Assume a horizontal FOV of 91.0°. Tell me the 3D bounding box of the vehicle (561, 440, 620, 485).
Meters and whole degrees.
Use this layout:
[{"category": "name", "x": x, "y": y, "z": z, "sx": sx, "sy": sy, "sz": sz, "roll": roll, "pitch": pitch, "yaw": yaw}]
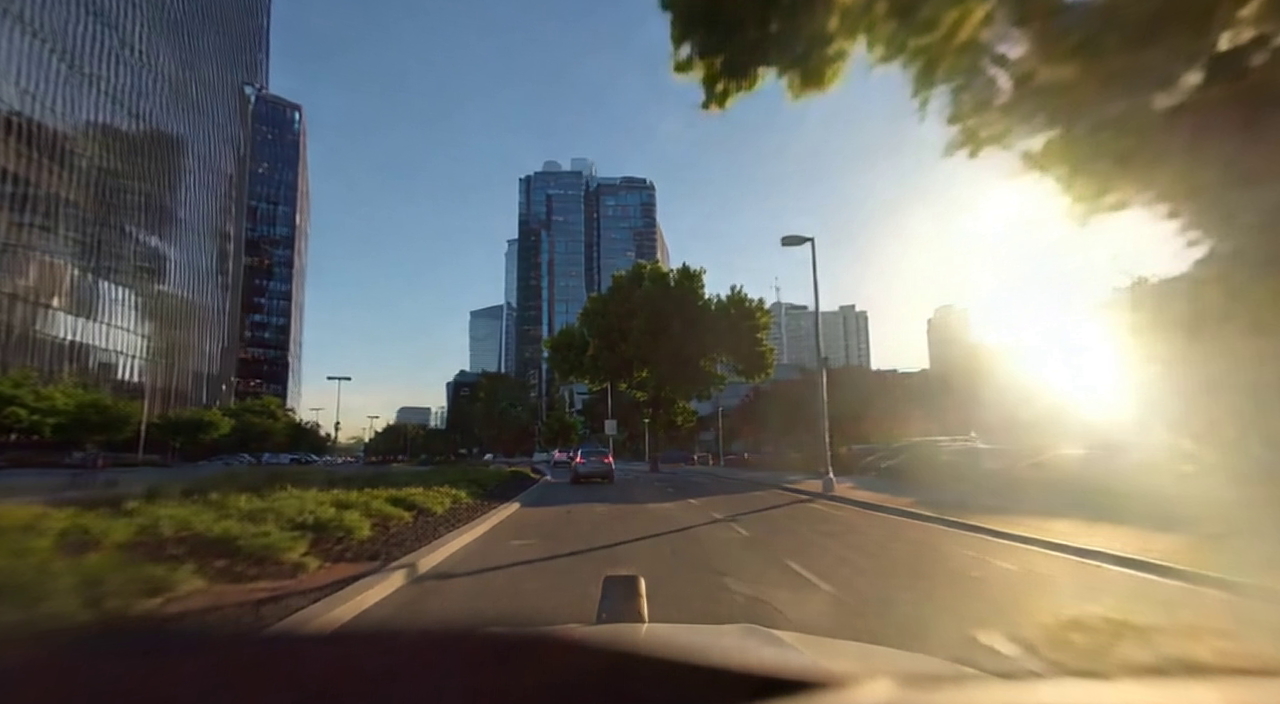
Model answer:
[{"category": "vehicle", "x": -2.021, "y": 4.493, "z": 25.853, "sx": 2.183, "sy": 1.675, "sz": 4.319, "roll": 1, "pitch": -9, "yaw": -4}]
